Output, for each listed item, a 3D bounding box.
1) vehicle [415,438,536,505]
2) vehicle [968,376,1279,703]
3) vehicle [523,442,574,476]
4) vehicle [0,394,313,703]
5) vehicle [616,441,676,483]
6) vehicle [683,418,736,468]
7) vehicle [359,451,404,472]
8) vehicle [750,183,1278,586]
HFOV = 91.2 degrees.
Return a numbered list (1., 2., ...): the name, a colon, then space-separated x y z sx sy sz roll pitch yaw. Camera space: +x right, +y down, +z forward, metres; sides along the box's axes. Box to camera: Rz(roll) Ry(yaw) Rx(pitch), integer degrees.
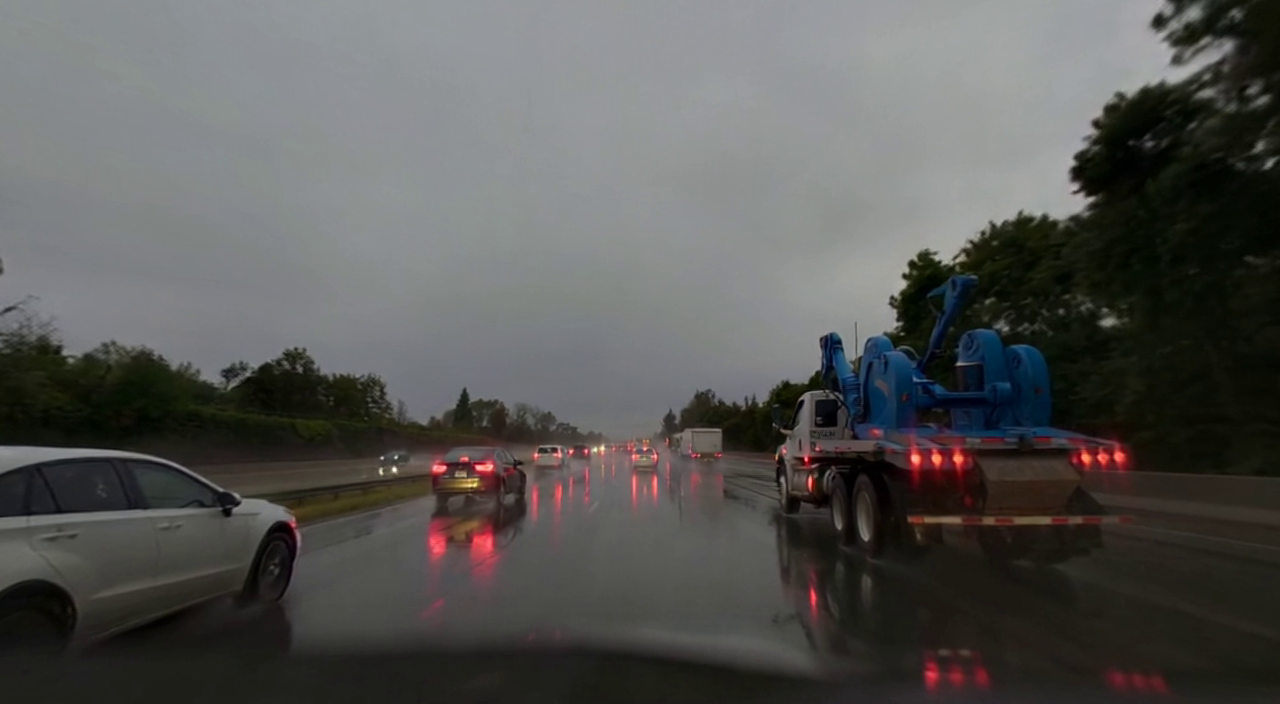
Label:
1. vehicle: -4.170 3.115 16.794 1.880 1.507 4.757 0 -9 1
2. vehicle: 4.085 0.867 2.365 2.599 1.631 5.693 0 -9 0
3. vehicle: -4.452 5.266 30.986 1.858 1.527 3.974 0 -9 1
4. vehicle: -4.161 1.127 3.929 1.978 1.556 4.119 0 -9 0
5. vehicle: 0.196 4.270 24.605 2.150 1.498 3.988 0 -9 -1
6. vehicle: 4.226 5.795 39.642 2.416 2.829 7.016 0 -9 -1
7. vehicle: -20.435 8.645 49.649 1.855 1.539 4.036 0 -9 0
8. vehicle: 3.980 0.854 9.815 2.975 3.618 8.456 0 -9 0
